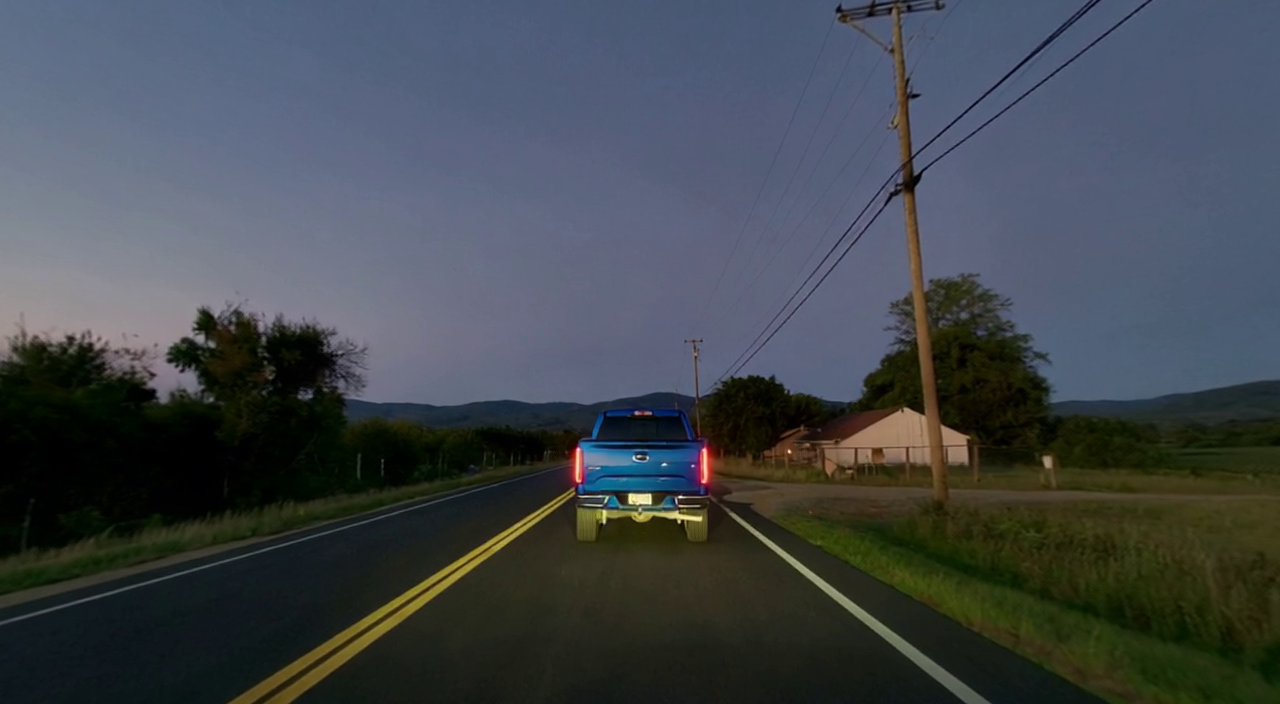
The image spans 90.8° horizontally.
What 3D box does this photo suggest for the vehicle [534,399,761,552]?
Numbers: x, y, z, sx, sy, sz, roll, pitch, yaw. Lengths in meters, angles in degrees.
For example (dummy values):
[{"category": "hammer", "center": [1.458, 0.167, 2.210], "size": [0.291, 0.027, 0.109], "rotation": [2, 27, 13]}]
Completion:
[{"category": "vehicle", "center": [0.058, 1.949, 10.774], "size": [2.774, 1.861, 5.885], "rotation": [0, -8, -1]}]
